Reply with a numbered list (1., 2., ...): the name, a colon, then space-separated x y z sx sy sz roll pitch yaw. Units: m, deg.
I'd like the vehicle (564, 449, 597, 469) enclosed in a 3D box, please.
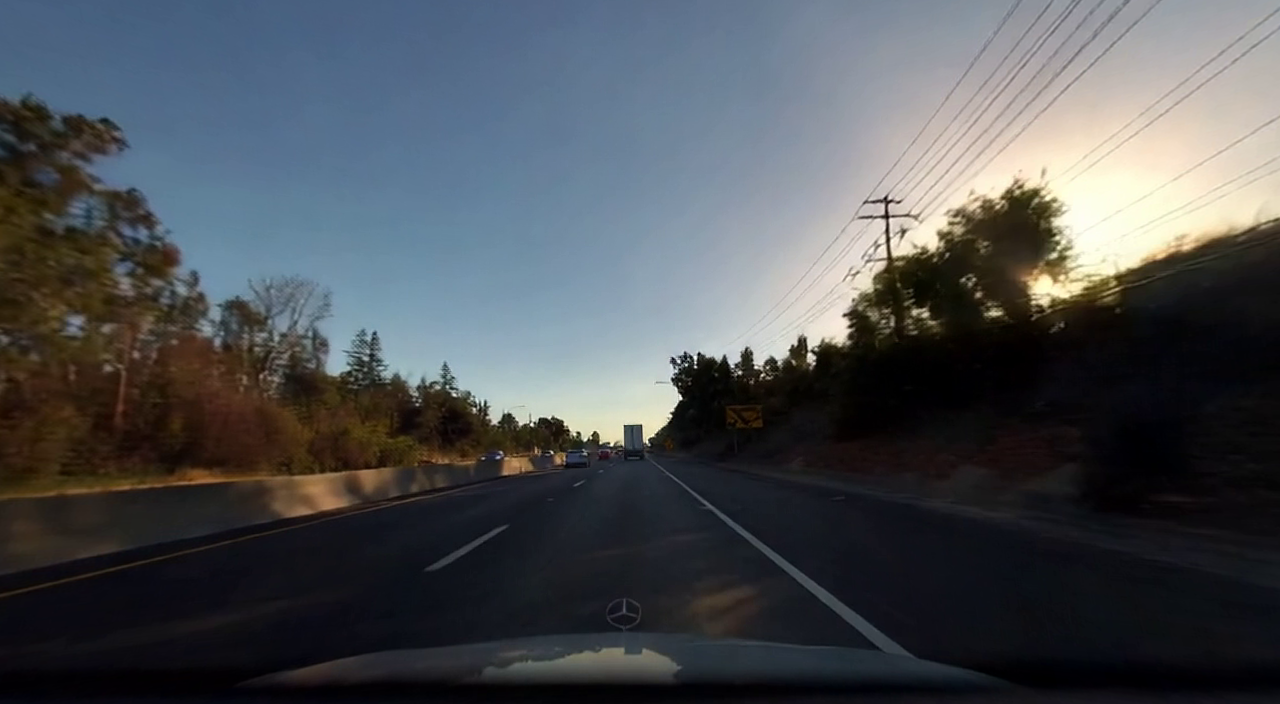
1. vehicle: -4.454 8.108 47.923 2.106 1.445 4.404 0 -9 -1
